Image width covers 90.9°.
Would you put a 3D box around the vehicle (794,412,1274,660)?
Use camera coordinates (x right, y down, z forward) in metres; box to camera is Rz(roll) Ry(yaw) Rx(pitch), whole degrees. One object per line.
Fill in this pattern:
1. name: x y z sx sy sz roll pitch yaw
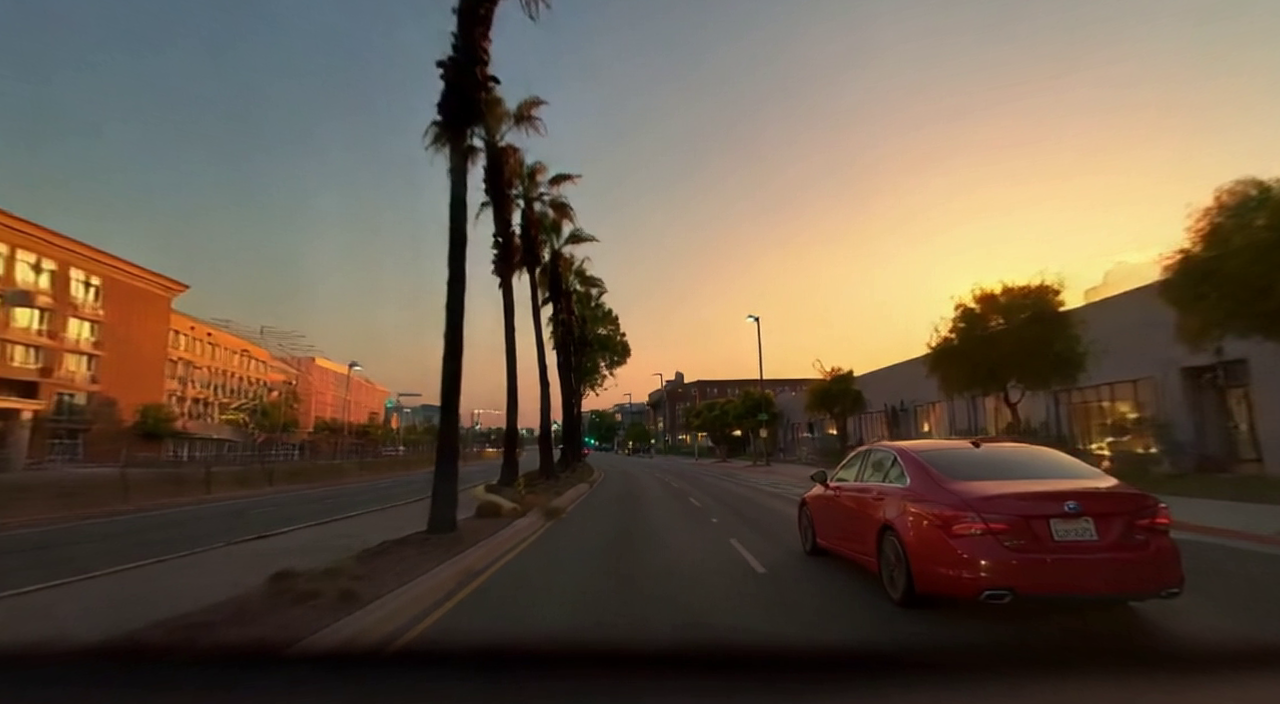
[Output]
1. vehicle: 3.057 1.497 6.236 1.867 1.554 4.301 0 -9 -1
